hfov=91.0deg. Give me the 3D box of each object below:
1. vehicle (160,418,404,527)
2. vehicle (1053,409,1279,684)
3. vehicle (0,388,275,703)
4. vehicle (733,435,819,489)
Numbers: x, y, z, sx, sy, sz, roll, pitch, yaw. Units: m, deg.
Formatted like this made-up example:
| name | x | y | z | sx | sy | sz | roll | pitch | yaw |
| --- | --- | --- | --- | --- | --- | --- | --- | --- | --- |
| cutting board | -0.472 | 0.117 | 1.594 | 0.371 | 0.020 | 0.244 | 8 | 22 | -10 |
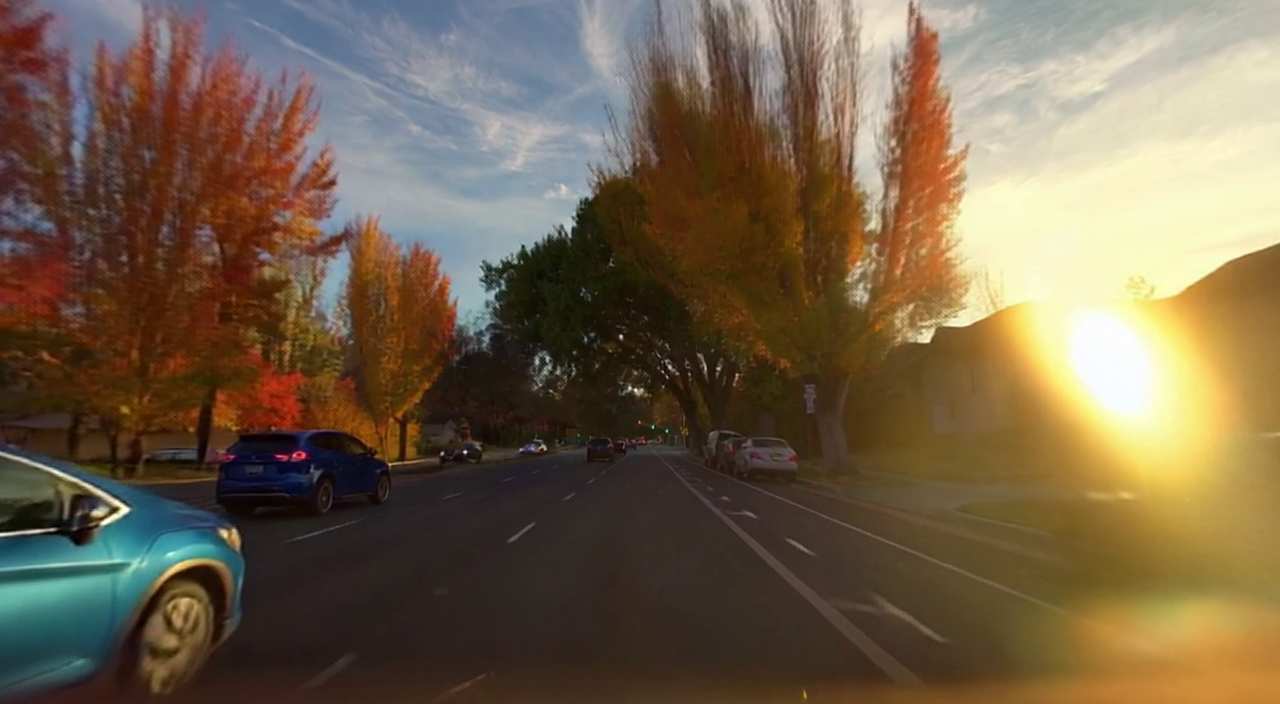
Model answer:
| name | x | y | z | sx | sy | sz | roll | pitch | yaw |
| --- | --- | --- | --- | --- | --- | --- | --- | --- | --- |
| vehicle | -6.540 | 2.242 | 12.299 | 2.034 | 1.711 | 4.512 | 0 | -8 | 1 |
| vehicle | 4.753 | 1.117 | 3.446 | 1.934 | 1.612 | 4.477 | 0 | -8 | 0 |
| vehicle | -3.169 | 0.755 | 1.407 | 1.982 | 1.478 | 4.465 | 0 | -8 | 0 |
| vehicle | 4.654 | 3.815 | 22.206 | 1.950 | 1.668 | 4.414 | 1 | -8 | -1 |
